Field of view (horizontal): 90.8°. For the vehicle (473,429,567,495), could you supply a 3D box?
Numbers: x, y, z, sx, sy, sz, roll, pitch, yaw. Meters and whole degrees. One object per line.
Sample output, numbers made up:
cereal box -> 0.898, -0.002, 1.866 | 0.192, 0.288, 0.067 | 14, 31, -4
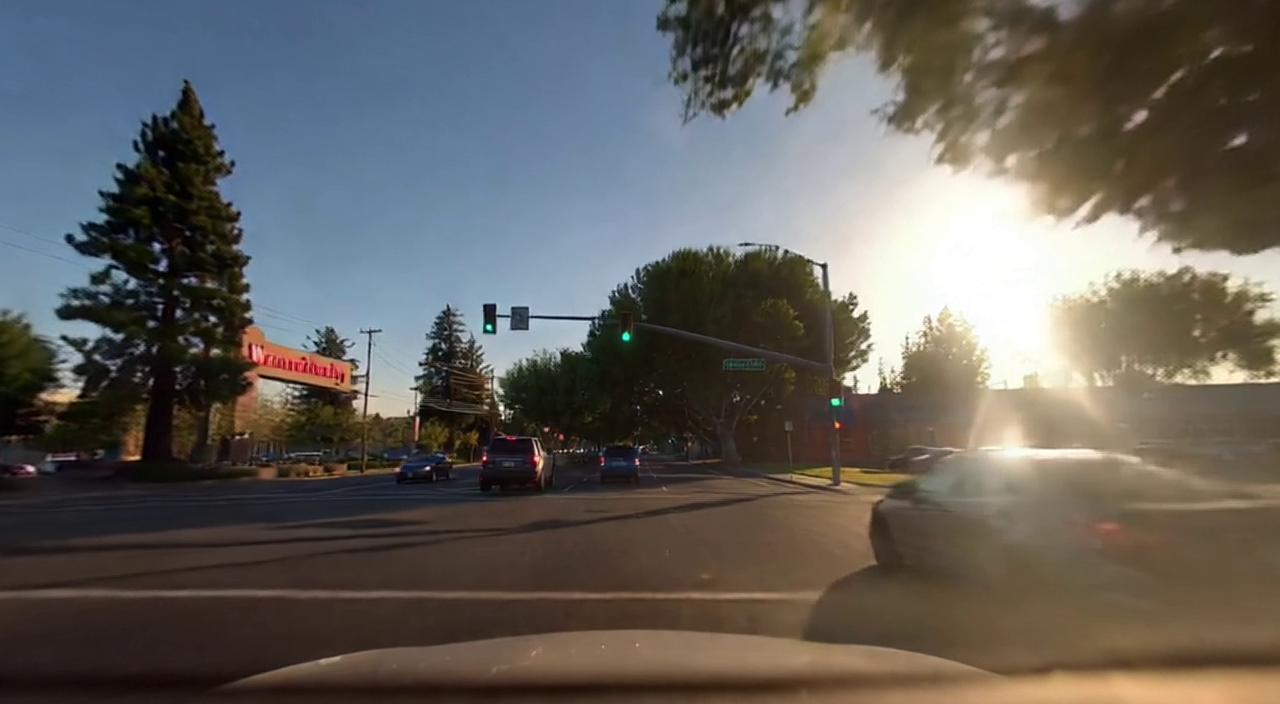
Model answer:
vehicle -> -4.024, 3.826, 22.330 | 2.252, 1.999, 5.605 | 0, -9, 0

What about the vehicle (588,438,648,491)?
vehicle -> -0.775, 4.189, 23.872 | 2.061, 1.809, 4.141 | 0, -9, -1

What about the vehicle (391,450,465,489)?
vehicle -> -9.302, 5.142, 28.095 | 1.867, 1.427, 4.371 | -3, -8, -1

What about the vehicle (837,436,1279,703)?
vehicle -> 3.635, 1.538, 5.717 | 2.207, 1.447, 4.418 | 0, -9, -1
